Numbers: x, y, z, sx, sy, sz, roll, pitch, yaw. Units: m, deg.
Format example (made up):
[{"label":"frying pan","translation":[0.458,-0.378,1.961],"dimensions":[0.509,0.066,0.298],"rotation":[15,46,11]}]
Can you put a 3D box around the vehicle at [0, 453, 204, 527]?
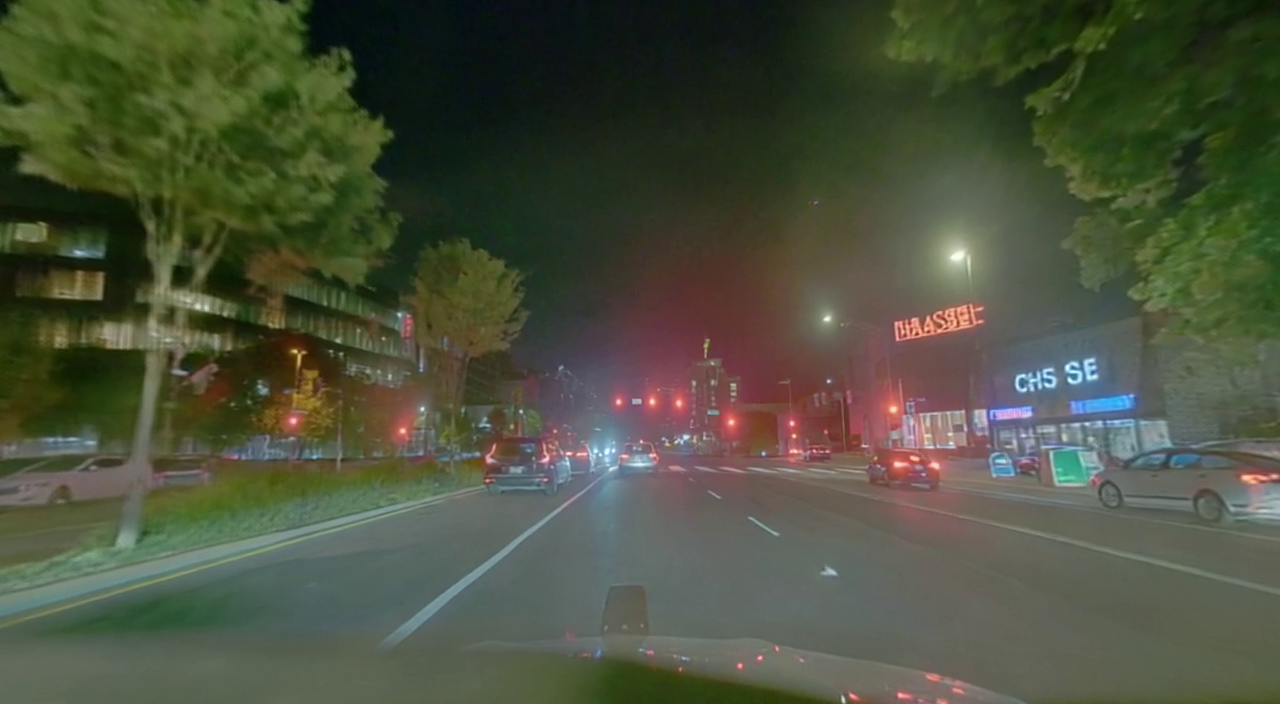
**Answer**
[{"label":"vehicle","translation":[-12.898,3.129,14.748],"dimensions":[4.481,1.455,2.068],"rotation":[-3,-9,19]}]

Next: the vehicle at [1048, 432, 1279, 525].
[{"label":"vehicle","translation":[10.397,2.358,12.339],"dimensions":[1.936,1.474,4.331],"rotation":[0,-8,0]}]

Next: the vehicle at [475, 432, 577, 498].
[{"label":"vehicle","translation":[-3.187,3.256,18.652],"dimensions":[2.057,1.678,4.639],"rotation":[0,-8,1]}]

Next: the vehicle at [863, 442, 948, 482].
[{"label":"vehicle","translation":[11.151,4.613,26.802],"dimensions":[1.935,1.435,4.141],"rotation":[3,-8,1]}]

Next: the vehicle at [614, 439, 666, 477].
[{"label":"vehicle","translation":[0.000,4.541,27.194],"dimensions":[2.059,1.477,3.988],"rotation":[0,-8,0]}]
